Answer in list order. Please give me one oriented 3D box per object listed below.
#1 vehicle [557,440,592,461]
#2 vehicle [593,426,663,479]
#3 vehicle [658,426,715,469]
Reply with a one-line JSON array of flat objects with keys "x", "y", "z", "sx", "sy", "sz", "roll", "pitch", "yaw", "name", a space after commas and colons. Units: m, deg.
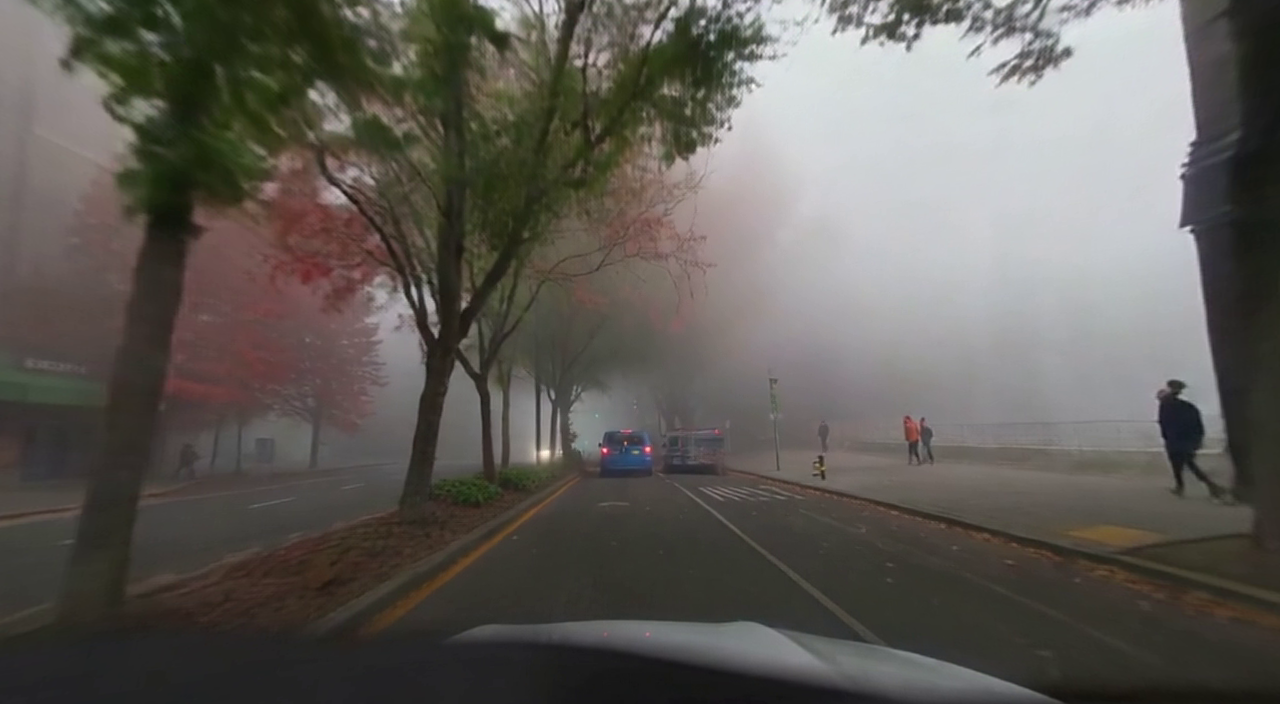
[{"x": -4.632, "y": 6.975, "z": 44.816, "sx": 2.096, "sy": 1.415, "sz": 4.515, "roll": 0, "pitch": -8, "yaw": -1, "name": "vehicle"}, {"x": -0.460, "y": 3.578, "z": 22.772, "sx": 2.274, "sy": 1.736, "sz": 4.083, "roll": 0, "pitch": -8, "yaw": -2, "name": "vehicle"}, {"x": 2.204, "y": 4.712, "z": 31.282, "sx": 2.147, "sy": 1.968, "sz": 4.478, "roll": 1, "pitch": -8, "yaw": -5, "name": "vehicle"}]
